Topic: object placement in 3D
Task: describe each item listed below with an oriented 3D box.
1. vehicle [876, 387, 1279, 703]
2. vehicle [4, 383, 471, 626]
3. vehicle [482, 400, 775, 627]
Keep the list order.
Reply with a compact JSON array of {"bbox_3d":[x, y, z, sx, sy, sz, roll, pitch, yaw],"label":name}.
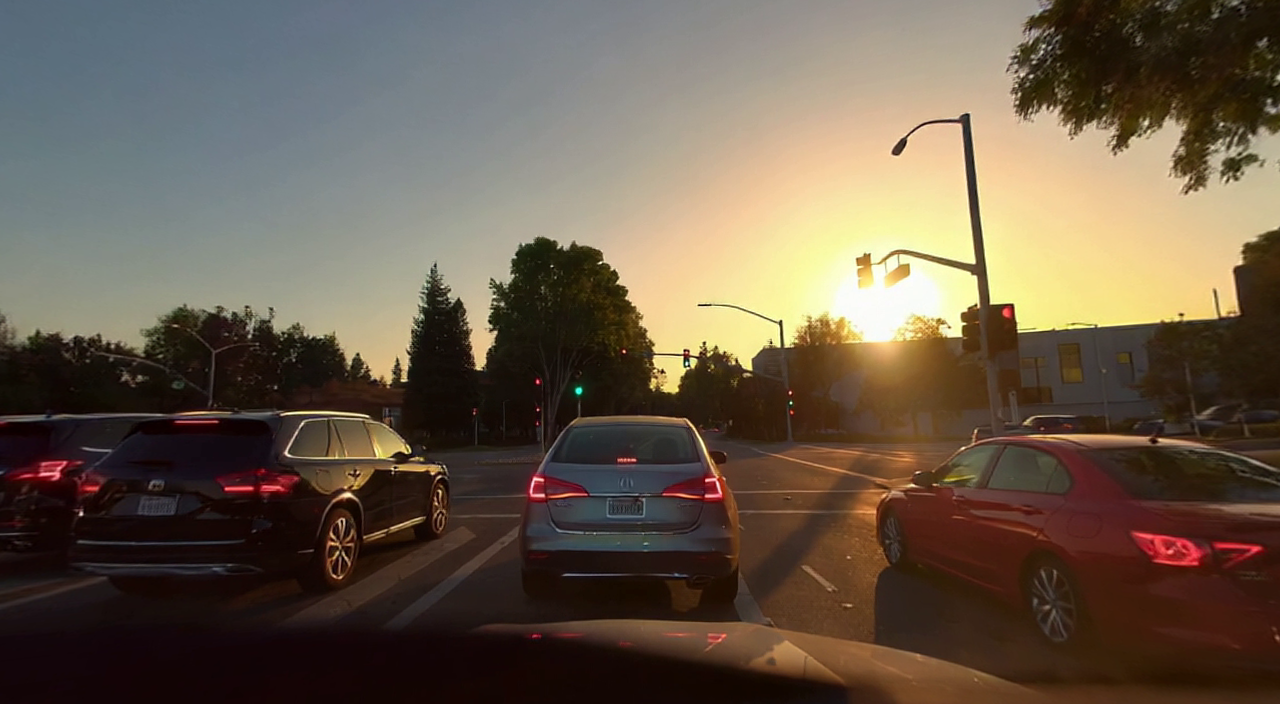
[{"bbox_3d":[3.586,1.201,4.604,2.010,1.486,4.498,0,-8,1],"label":"vehicle"},{"bbox_3d":[-3.564,1.428,6.848,2.014,1.755,4.360,0,-8,3],"label":"vehicle"},{"bbox_3d":[-0.059,1.403,6.302,2.047,1.579,3.642,0,-8,1],"label":"vehicle"}]
